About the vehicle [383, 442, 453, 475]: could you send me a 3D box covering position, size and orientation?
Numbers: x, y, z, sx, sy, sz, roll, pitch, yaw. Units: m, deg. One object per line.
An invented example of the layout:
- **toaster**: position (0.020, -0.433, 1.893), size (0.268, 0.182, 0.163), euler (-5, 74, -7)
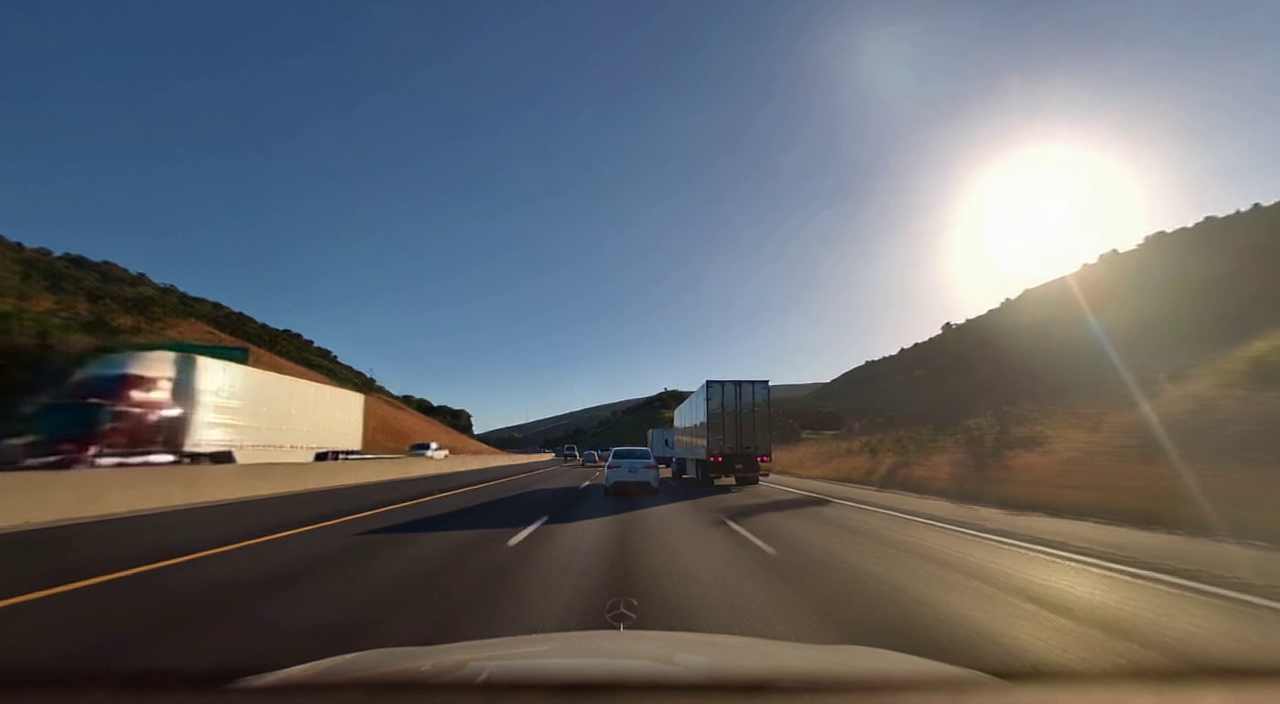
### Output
- **vehicle**: position (-12.085, 5.831, 34.678), size (2.105, 1.656, 4.746), euler (0, -9, 0)

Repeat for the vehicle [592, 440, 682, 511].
- **vehicle**: position (-0.090, 3.218, 16.783), size (2.109, 1.639, 3.768), euler (0, -9, -1)

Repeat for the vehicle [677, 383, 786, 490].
- **vehicle**: position (3.850, 4.284, 30.882), size (2.812, 4.024, 14.098), euler (0, -9, -2)

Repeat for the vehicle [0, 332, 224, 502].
- **vehicle**: position (-15.259, 1.954, 17.689), size (2.985, 3.964, 5.868), euler (0, -9, -1)
